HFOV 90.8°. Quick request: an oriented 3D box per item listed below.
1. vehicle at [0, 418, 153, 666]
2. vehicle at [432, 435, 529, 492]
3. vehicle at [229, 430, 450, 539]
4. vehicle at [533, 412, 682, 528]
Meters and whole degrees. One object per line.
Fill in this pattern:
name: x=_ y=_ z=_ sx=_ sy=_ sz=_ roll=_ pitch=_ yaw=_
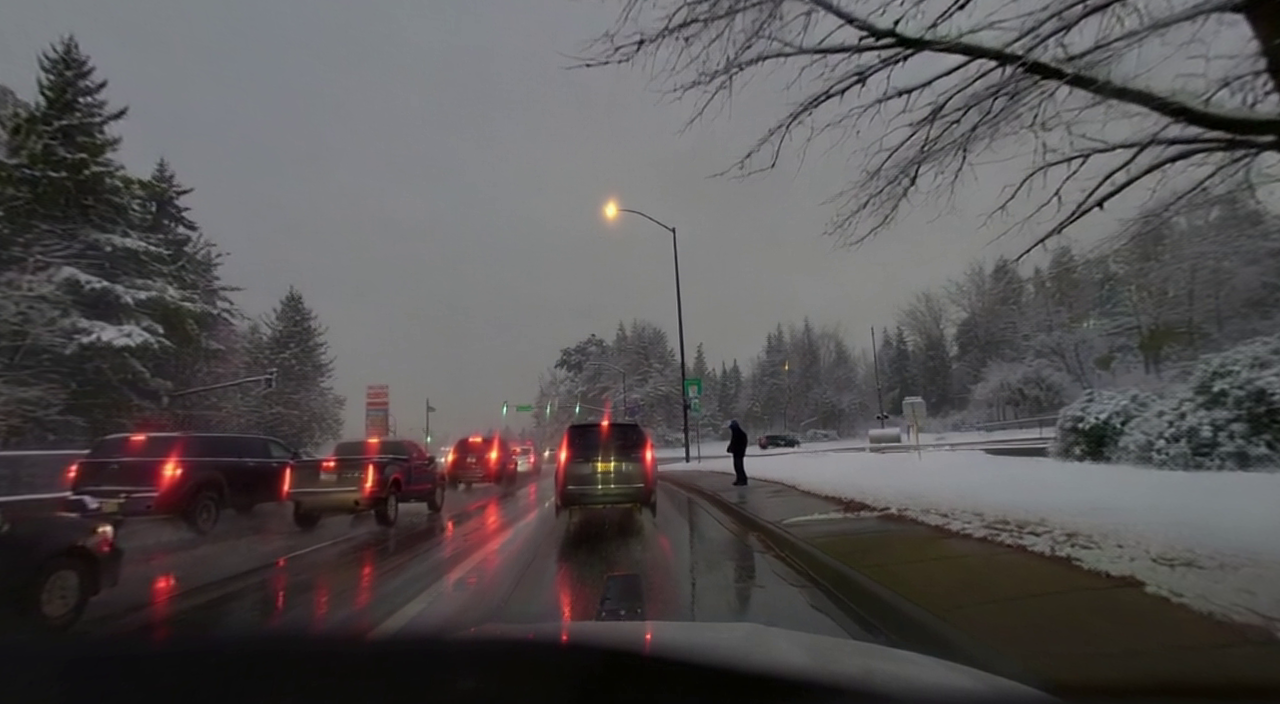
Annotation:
vehicle: x=-5.257 y=1.131 z=3.336 sx=2.069 sy=1.616 sz=4.108 roll=0 pitch=-9 yaw=0
vehicle: x=-5.423 y=3.853 z=22.201 sx=2.188 sy=1.774 sz=4.477 roll=0 pitch=-9 yaw=1
vehicle: x=-5.401 y=2.422 z=12.206 sx=2.010 sy=1.674 sz=4.484 roll=0 pitch=-9 yaw=0
vehicle: x=-0.572 y=2.206 z=12.268 sx=2.368 sy=1.829 sz=4.293 roll=0 pitch=-9 yaw=-2
